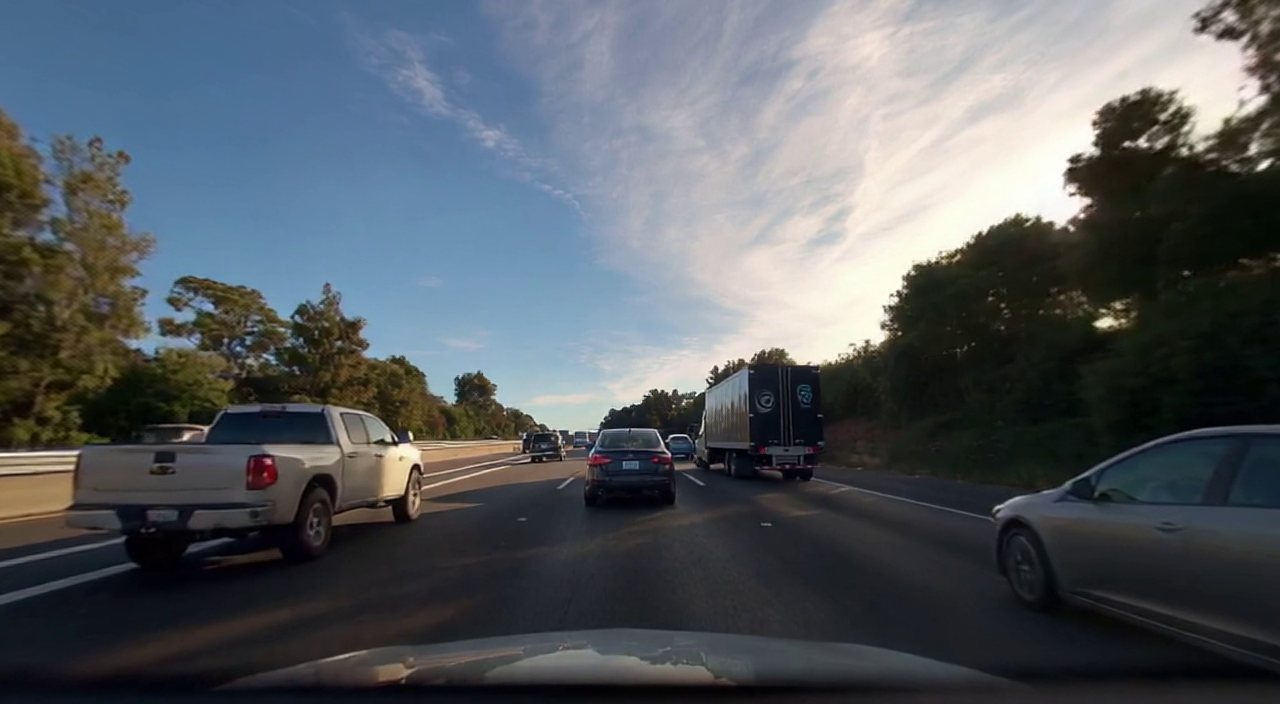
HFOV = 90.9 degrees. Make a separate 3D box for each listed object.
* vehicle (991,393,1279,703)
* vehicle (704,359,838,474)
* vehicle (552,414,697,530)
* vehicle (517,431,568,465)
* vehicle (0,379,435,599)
[{"bbox_3d":[3.542,0.910,2.530,1.951,1.477,3.963,0,-8,0],"label":"vehicle"},{"bbox_3d":[5.437,3.273,29.843,2.888,4.135,14.071,0,-8,-2],"label":"vehicle"},{"bbox_3d":[-0.254,1.992,11.047,2.083,1.647,3.799,0,-8,-1],"label":"vehicle"},{"bbox_3d":[-4.928,4.883,32.256,1.971,1.648,3.983,0,-8,0],"label":"vehicle"},{"bbox_3d":[-4.278,1.425,7.514,2.101,1.767,4.702,0,-8,-1],"label":"vehicle"}]
